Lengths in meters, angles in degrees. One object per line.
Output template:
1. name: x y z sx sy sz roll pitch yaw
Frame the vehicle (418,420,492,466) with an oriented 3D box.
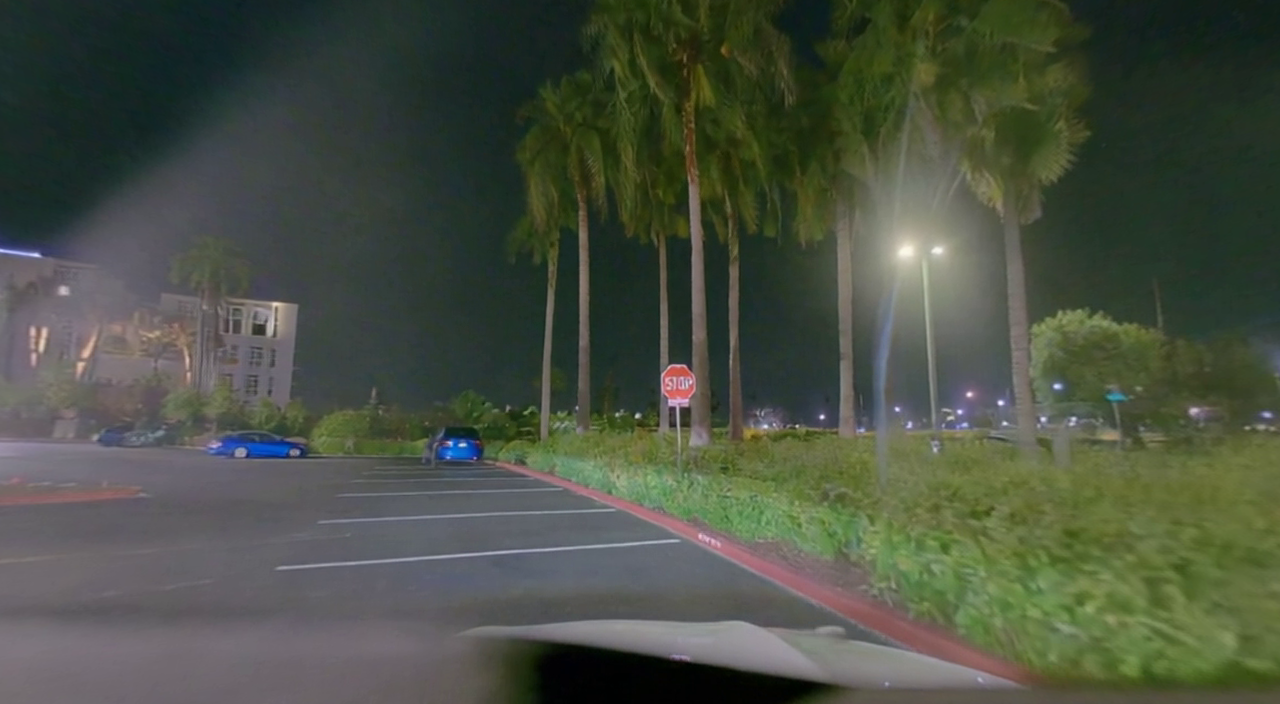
1. vehicle: -7.760 3.790 26.280 2.071 1.700 4.367 4 -10 -27

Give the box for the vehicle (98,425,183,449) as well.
1. vehicle: -34.924 5.983 44.214 4.457 1.552 1.748 7 -11 -40
